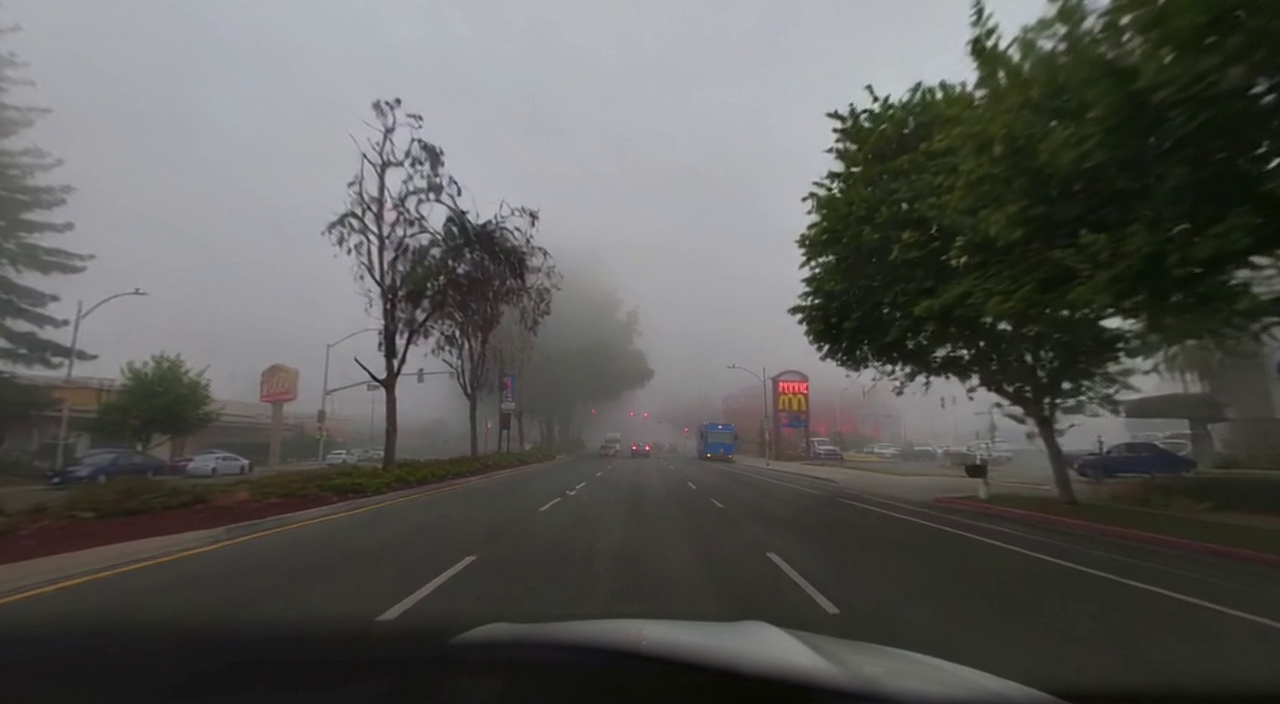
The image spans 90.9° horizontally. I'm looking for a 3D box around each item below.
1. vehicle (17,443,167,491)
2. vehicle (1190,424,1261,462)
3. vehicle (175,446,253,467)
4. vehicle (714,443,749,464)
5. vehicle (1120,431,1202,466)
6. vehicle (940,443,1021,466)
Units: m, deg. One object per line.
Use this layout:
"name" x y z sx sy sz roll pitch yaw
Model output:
"vehicle" -22.445 4.701 26.154 2.040 1.788 4.595 -1 -9 0
"vehicle" 43.573 6.718 46.905 5.712 2.575 2.180 3 -9 -32
"vehicle" -31.104 7.633 46.102 4.566 1.484 2.051 -3 -9 12
"vehicle" 6.829 7.647 47.499 1.980 1.473 4.537 -1 -9 0
"vehicle" 40.286 7.426 48.720 6.741 2.278 2.778 2 -10 -34
"vehicle" 24.072 7.263 44.679 4.744 1.481 1.855 -7 -10 34
